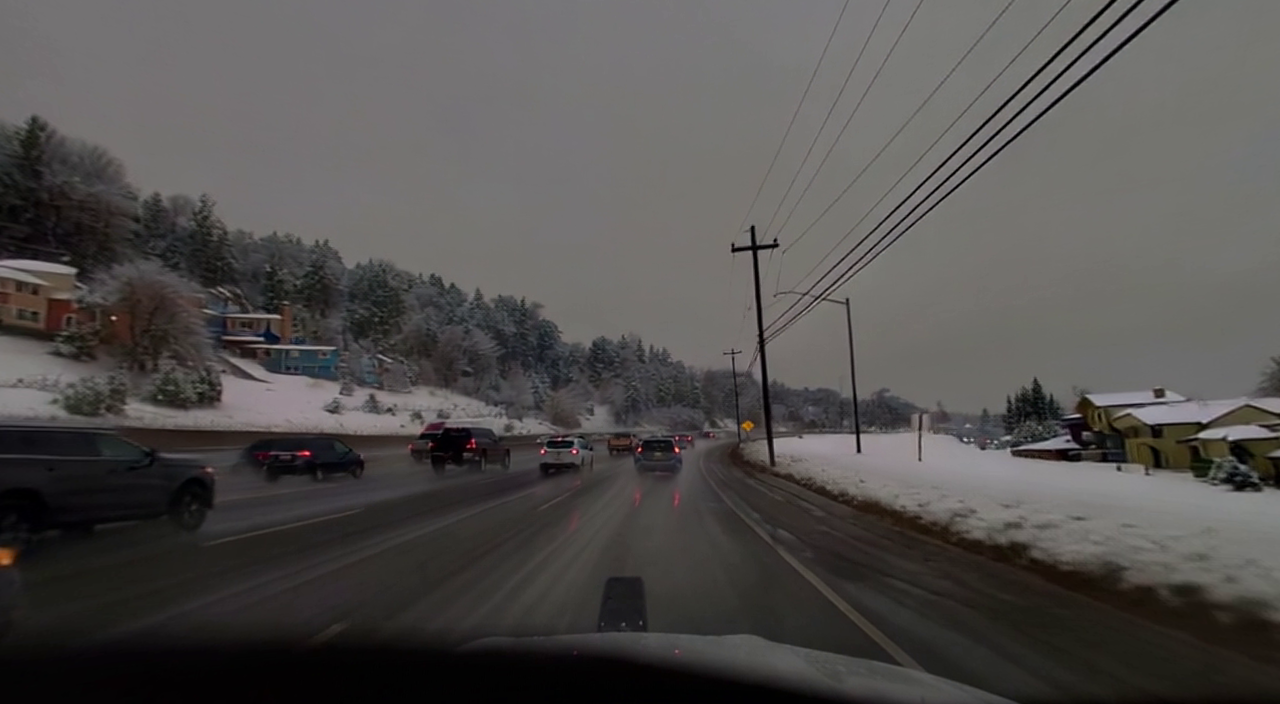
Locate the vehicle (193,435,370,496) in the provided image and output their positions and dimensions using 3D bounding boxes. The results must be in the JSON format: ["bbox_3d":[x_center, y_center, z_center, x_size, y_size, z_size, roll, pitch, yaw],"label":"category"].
[{"bbox_3d":[-9.636,3.064,17.489,1.959,1.469,4.450,-1,-8,6],"label":"vehicle"}]

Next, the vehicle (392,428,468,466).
[{"bbox_3d":[-11.788,5.403,35.841,2.105,1.971,4.868,-1,-8,7],"label":"vehicle"}]

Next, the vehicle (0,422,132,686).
[{"bbox_3d":[-4.651,0.921,2.032,1.956,1.478,4.789,0,-8,2],"label":"vehicle"}]

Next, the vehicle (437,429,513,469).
[{"bbox_3d":[-8.179,4.856,31.720,2.080,1.833,4.461,-1,-8,8],"label":"vehicle"}]

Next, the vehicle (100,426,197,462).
[{"bbox_3d":[-28.072,5.264,36.164,2.055,1.926,3.904,-1,-8,8],"label":"vehicle"}]

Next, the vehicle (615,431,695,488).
[{"bbox_3d":[0.496,3.152,18.727,2.109,1.495,3.935,0,-8,3],"label":"vehicle"}]

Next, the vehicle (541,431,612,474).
[{"bbox_3d":[-2.540,4.203,26.502,2.121,1.639,4.383,-1,-8,6],"label":"vehicle"}]
